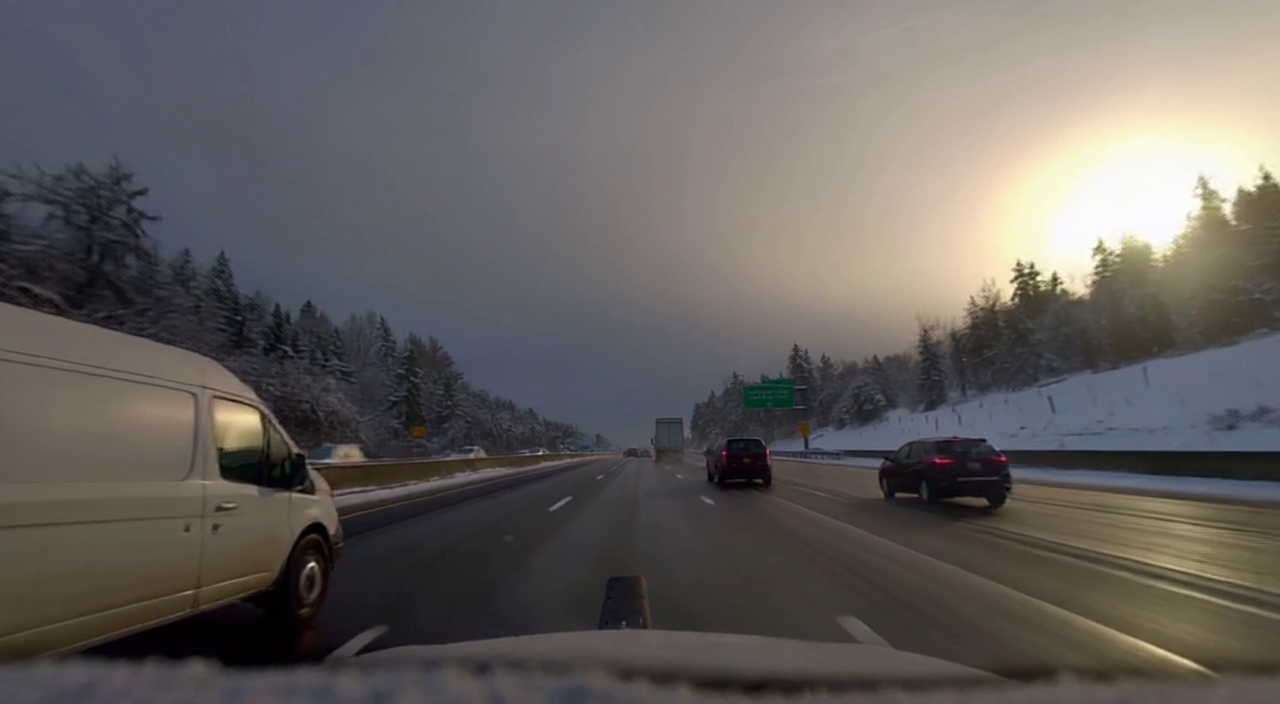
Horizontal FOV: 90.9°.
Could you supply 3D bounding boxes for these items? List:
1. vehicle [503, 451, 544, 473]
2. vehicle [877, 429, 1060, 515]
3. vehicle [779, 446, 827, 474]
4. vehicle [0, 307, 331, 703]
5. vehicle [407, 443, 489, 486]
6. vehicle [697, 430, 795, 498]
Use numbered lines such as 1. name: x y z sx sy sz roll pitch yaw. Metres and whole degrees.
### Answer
1. vehicle: -8.028 7.629 43.943 1.911 1.440 4.514 0 -8 1
2. vehicle: 7.412 2.727 14.857 1.976 1.703 4.288 0 -8 0
3. vehicle: 9.184 6.084 35.807 1.827 1.493 3.919 -1 -8 3
4. vehicle: -3.813 0.784 2.714 2.159 1.922 5.345 0 -8 1
5. vehicle: -8.110 4.779 27.130 2.081 1.656 4.378 0 -8 1
6. vehicle: 3.176 3.471 19.999 2.209 1.862 4.717 0 -8 -1
